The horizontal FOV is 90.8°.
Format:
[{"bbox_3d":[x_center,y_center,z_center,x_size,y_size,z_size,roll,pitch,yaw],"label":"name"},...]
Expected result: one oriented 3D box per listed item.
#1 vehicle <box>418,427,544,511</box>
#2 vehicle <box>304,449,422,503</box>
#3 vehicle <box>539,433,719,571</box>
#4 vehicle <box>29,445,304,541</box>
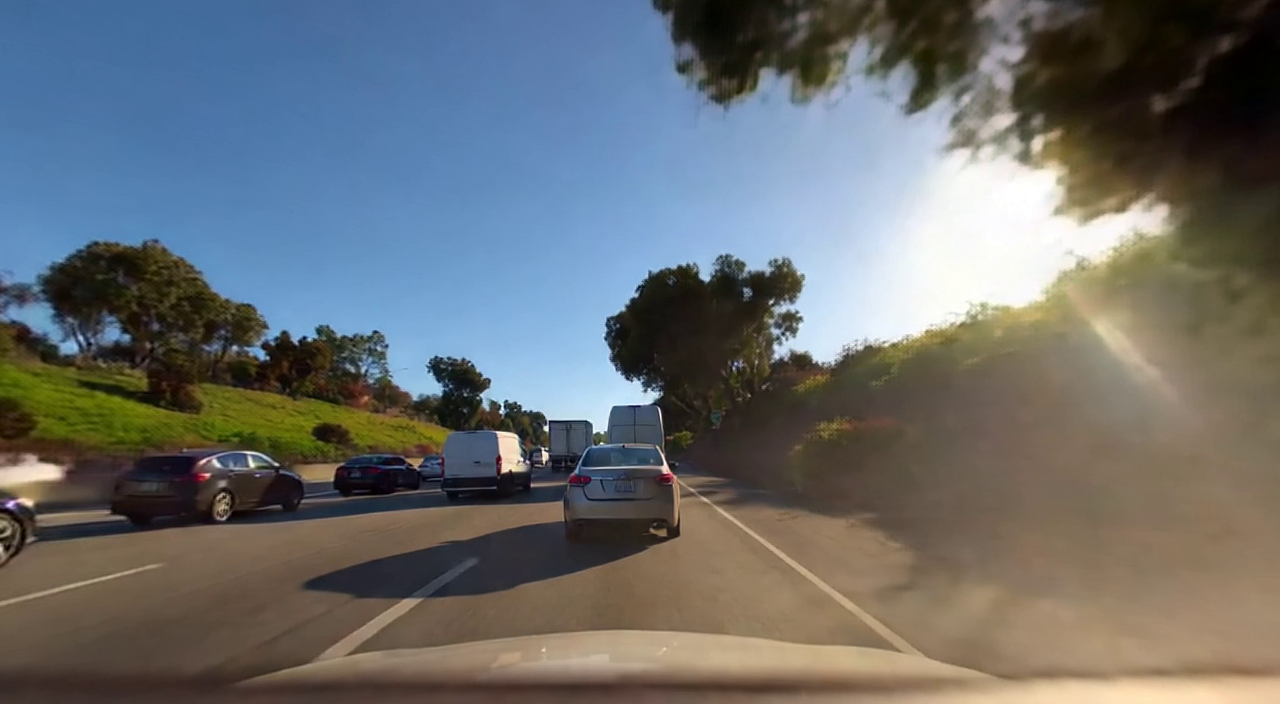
[{"bbox_3d":[-4.071,3.095,17.088,2.055,1.913,4.584,-1,-9,2],"label":"vehicle"},{"bbox_3d":[-8.396,3.767,19.558,1.826,1.465,3.916,-1,-9,1],"label":"vehicle"},{"bbox_3d":[-0.146,1.939,8.786,1.995,1.495,3.380,0,-9,-1],"label":"vehicle"},{"bbox_3d":[-8.711,2.585,12.260,1.884,1.484,4.389,-1,-9,1],"label":"vehicle"}]
